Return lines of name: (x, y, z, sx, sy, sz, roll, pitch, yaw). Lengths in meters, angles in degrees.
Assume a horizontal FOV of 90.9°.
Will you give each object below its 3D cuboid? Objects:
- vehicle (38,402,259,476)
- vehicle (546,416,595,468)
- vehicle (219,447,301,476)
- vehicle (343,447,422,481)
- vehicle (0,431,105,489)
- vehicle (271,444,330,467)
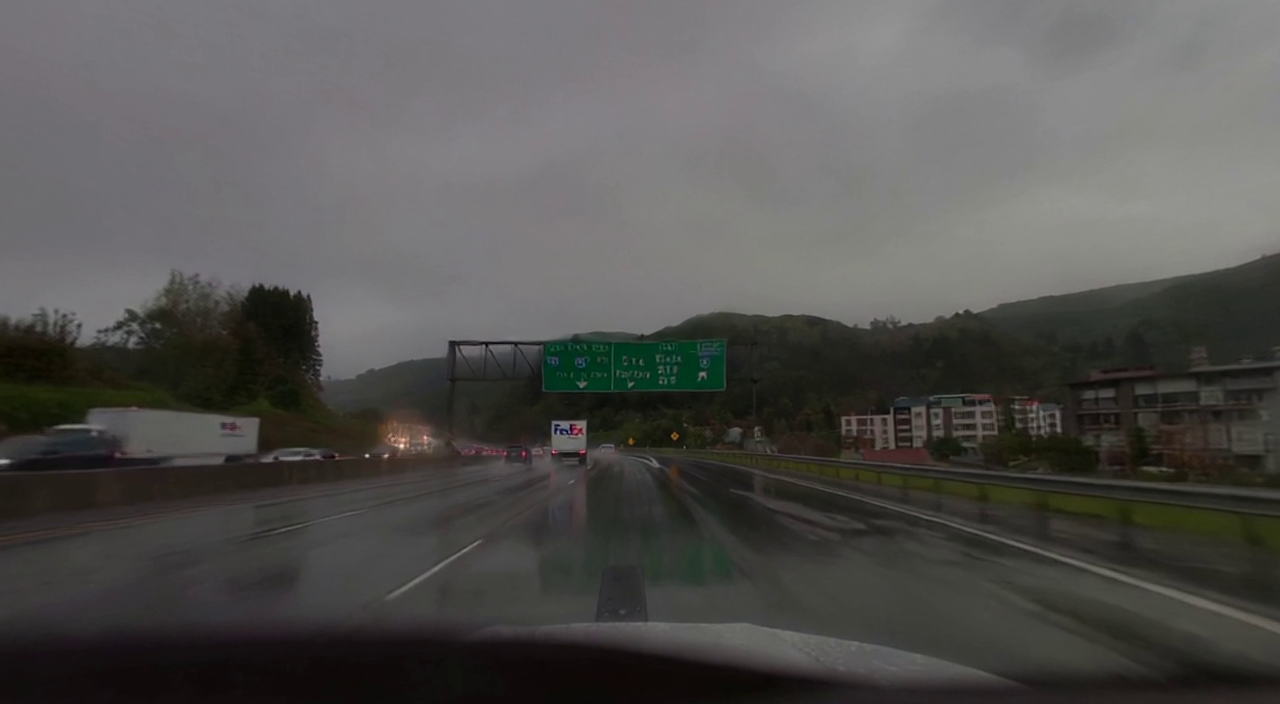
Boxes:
vehicle: (-29.620, 5.475, 39.612, 3.034, 3.793, 14.014, 0, -8, -2)
vehicle: (-4.828, 6.390, 45.115, 2.798, 3.212, 7.573, 3, -8, -2)
vehicle: (-21.167, 6.067, 35.337, 1.886, 1.464, 4.370, 0, -8, -1)
vehicle: (-11.841, 5.150, 29.340, 1.879, 1.431, 4.425, 0, -8, -1)
vehicle: (-25.111, 4.197, 24.903, 2.564, 2.117, 6.007, 2, -8, 1)
vehicle: (-25.580, 7.801, 47.744, 1.904, 1.575, 4.743, 0, -8, -2)
